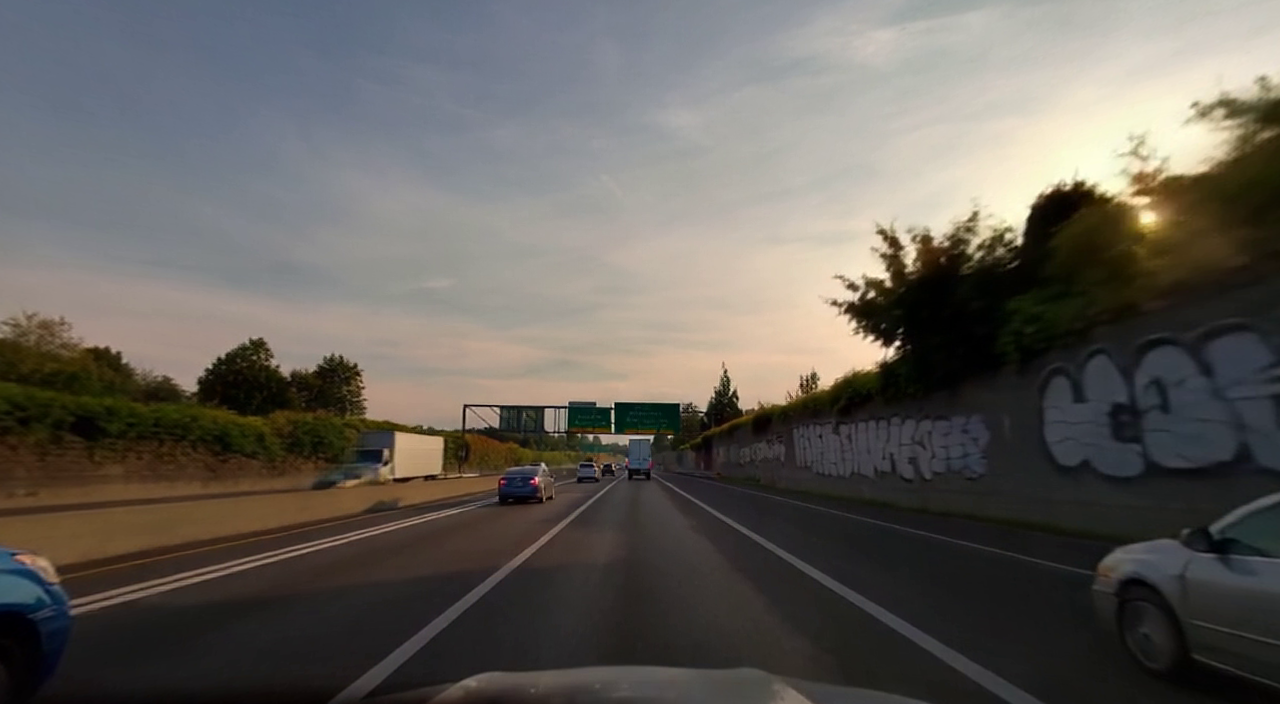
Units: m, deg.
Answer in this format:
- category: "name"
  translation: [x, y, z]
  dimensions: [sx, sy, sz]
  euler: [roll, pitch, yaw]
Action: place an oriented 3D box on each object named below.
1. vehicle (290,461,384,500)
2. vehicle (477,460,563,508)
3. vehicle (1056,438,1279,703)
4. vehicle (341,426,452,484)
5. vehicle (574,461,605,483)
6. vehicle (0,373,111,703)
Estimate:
- category: "vehicle"
  translation: [-12.505, 5.327, 26.297]
  dimensions: [1.842, 1.453, 4.161]
  euler: [1, -10, 0]
- category: "vehicle"
  translation: [-3.983, 4.473, 21.599]
  dimensions: [2.054, 1.443, 4.131]
  euler: [0, -10, 1]
- category: "vehicle"
  translation: [4.170, 1.087, 2.646]
  dimensions: [1.917, 1.458, 4.199]
  euler: [1, -10, -1]
- category: "vehicle"
  translation: [-17.367, 7.738, 46.458]
  dimensions: [2.922, 3.622, 13.507]
  euler: [1, -11, -1]
- category: "vehicle"
  translation: [-3.892, 9.388, 49.461]
  dimensions: [2.032, 1.625, 4.023]
  euler: [0, -10, 1]
- category: "vehicle"
  translation: [-3.403, 0.545, 0.510]
  dimensions: [2.004, 1.610, 4.508]
  euler: [1, -10, -1]
